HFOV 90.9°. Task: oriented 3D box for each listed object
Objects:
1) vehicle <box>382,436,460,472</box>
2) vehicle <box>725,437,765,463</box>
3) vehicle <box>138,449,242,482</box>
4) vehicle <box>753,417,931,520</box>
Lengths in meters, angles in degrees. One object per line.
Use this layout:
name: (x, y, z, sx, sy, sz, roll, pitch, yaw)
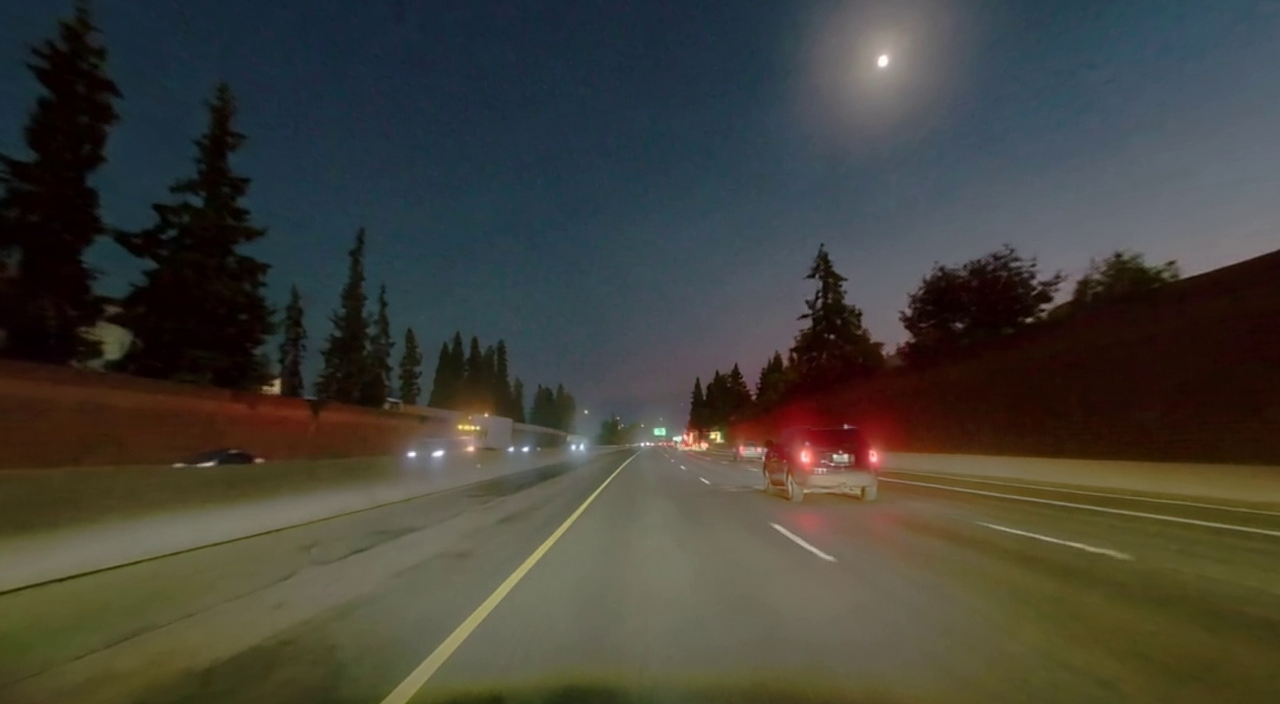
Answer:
vehicle: (-10.771, 5.053, 31.452, 2.082, 1.662, 4.798, 0, -8, 1)
vehicle: (7.663, 7.181, 46.356, 2.066, 1.795, 4.674, 0, -8, -1)
vehicle: (-21.687, 5.440, 30.636, 1.788, 1.445, 4.425, 0, -8, 0)
vehicle: (3.971, 2.391, 13.433, 2.190, 1.783, 4.637, 0, -8, -1)
